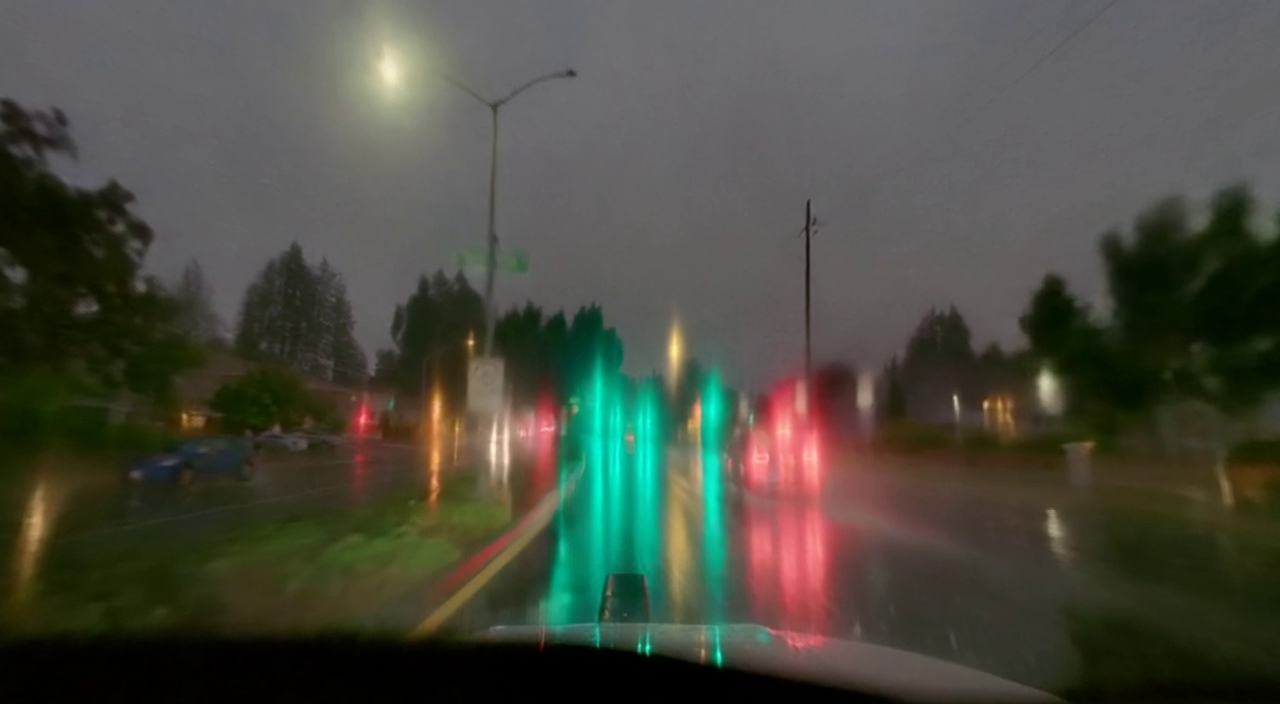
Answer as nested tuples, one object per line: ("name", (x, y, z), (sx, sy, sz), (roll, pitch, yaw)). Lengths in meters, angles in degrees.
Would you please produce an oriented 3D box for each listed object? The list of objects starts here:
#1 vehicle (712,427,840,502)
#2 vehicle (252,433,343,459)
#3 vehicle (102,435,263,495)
("vehicle", (2.925, 2.539, 14.570), (1.960, 1.479, 4.086), (0, -9, -1))
("vehicle", (-21.946, 6.070, 40.569), (4.717, 1.615, 2.014), (2, -9, -12))
("vehicle", (-14.065, 3.474, 19.787), (1.949, 1.642, 4.376), (0, -9, -4))
